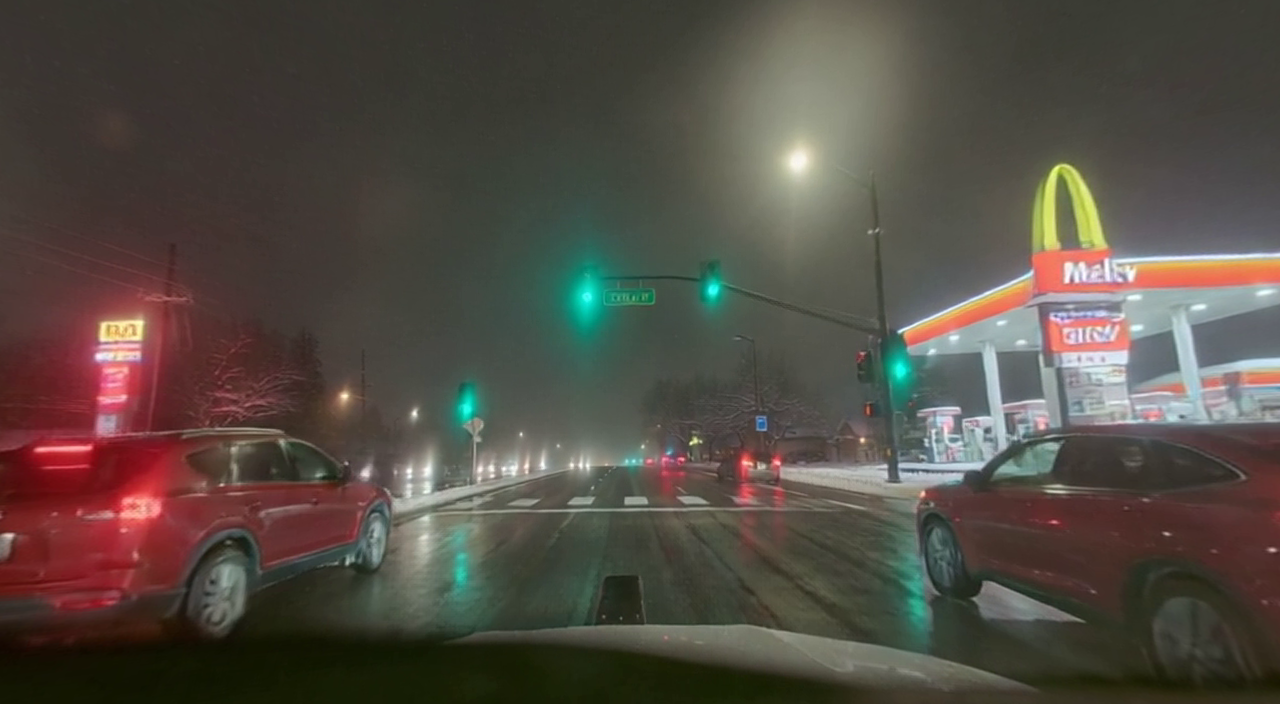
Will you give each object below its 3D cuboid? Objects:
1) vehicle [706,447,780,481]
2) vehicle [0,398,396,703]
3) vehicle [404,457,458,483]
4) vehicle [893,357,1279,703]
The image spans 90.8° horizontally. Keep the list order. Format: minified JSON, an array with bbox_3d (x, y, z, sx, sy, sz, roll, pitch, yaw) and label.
[{"bbox_3d":[5.454,5.974,34.012,2.066,1.699,4.419,3,-9,-19],"label":"vehicle"},{"bbox_3d":[-3.707,1.330,4.995,1.935,1.617,4.045,0,-9,0],"label":"vehicle"},{"bbox_3d":[-14.728,8.350,44.928,2.014,1.616,5.527,0,-9,0],"label":"vehicle"},{"bbox_3d":[3.388,1.033,3.519,2.085,1.655,4.459,0,-9,0],"label":"vehicle"}]
